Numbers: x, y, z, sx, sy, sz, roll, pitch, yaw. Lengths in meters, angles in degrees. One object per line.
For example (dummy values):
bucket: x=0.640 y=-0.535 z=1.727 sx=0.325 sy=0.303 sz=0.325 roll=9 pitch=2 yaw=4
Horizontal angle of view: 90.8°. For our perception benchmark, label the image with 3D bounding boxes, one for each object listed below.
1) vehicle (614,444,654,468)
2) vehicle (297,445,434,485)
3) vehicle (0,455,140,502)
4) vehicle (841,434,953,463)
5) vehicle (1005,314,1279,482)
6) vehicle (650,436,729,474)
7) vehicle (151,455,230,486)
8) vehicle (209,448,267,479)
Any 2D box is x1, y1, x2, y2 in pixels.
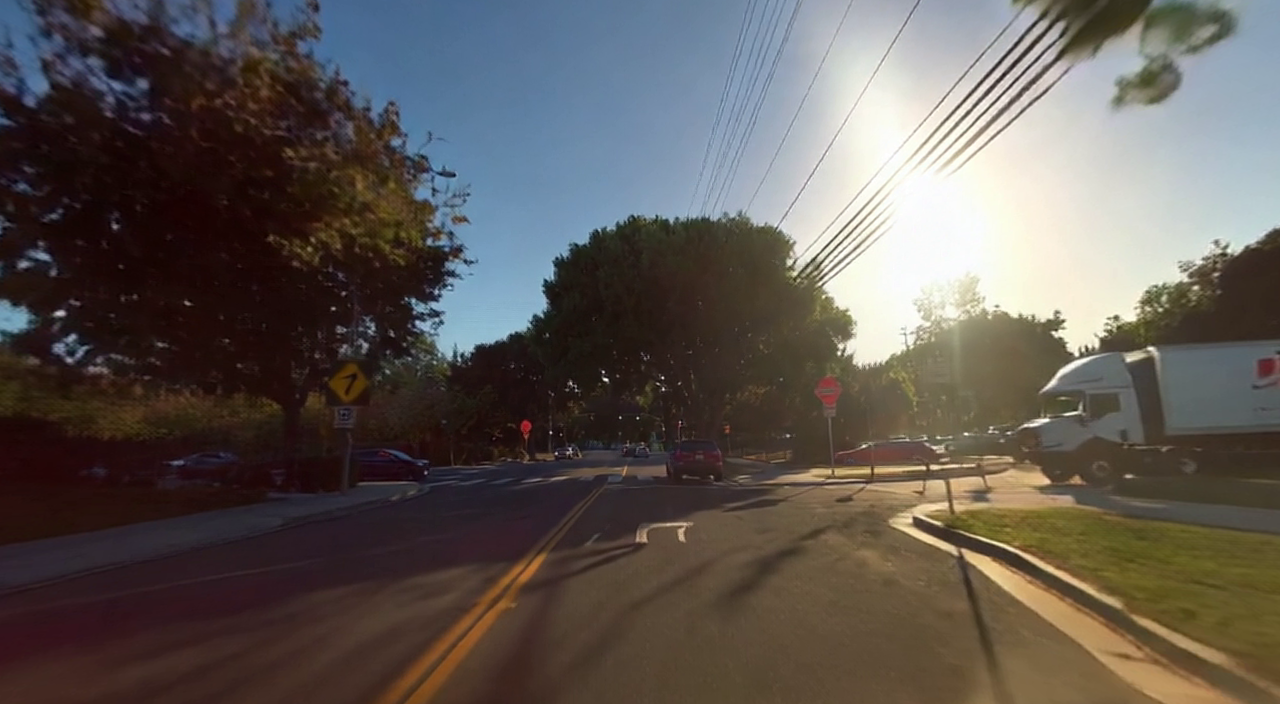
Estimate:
vehicle: x=-0.439 y=6.686 z=40.809 sx=1.874 sy=1.427 sz=3.976 roll=2 pitch=-9 yaw=-12
vehicle: x=-13.791 y=5.689 z=32.104 sx=5.866 sy=1.904 sz=2.197 roll=1 pitch=-9 yaw=-6
vehicle: x=-25.663 y=5.438 z=27.313 sx=5.763 sy=1.855 sz=2.340 roll=2 pitch=-8 yaw=-8
vehicle: x=13.076 y=4.942 z=32.364 sx=4.872 sy=1.400 sz=1.955 roll=-1 pitch=-8 yaw=2
vehicle: x=15.084 y=1.263 z=15.976 sx=9.897 sy=3.821 sz=2.789 roll=1 pitch=-8 yaw=-1
vehicle: x=2.554 y=5.553 z=34.455 sx=2.553 sy=1.868 sz=5.536 roll=2 pitch=-9 yaw=-15
vehicle: x=-29.201 y=7.696 z=41.236 sx=2.085 sy=1.763 sz=4.658 roll=1 pitch=-8 yaw=-6
vehicle: x=-30.289 y=8.405 z=47.761 sx=2.087 sy=2.103 sz=4.490 roll=0 pitch=-9 yaw=-10
